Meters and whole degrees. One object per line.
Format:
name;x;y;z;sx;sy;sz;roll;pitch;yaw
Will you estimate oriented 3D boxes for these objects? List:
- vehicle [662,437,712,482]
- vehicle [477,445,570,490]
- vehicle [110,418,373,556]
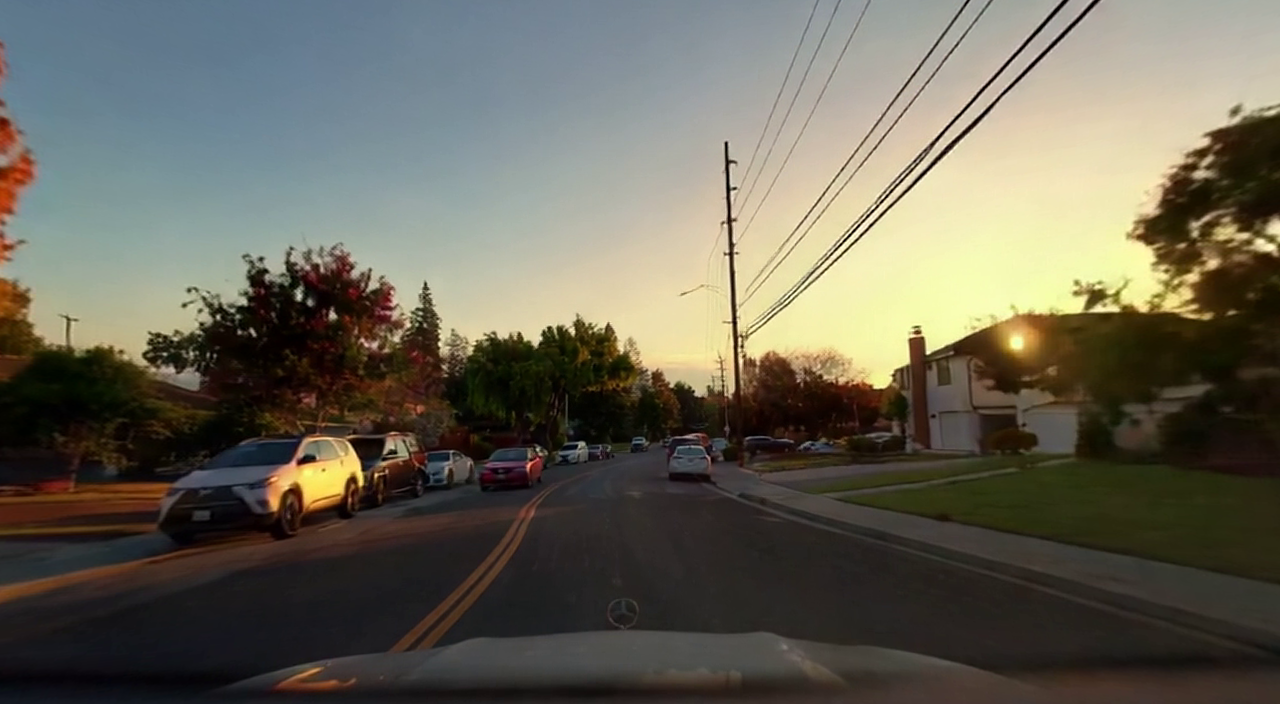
vehicle;2.095;4.783;28.423;2.032;1.810;5.047;-1;-9;4
vehicle;-4.169;4.217;23.446;2.448;1.475;4.568;0;-9;2
vehicle;-7.416;2.549;12.755;2.312;2.032;5.585;-1;-9;-8
